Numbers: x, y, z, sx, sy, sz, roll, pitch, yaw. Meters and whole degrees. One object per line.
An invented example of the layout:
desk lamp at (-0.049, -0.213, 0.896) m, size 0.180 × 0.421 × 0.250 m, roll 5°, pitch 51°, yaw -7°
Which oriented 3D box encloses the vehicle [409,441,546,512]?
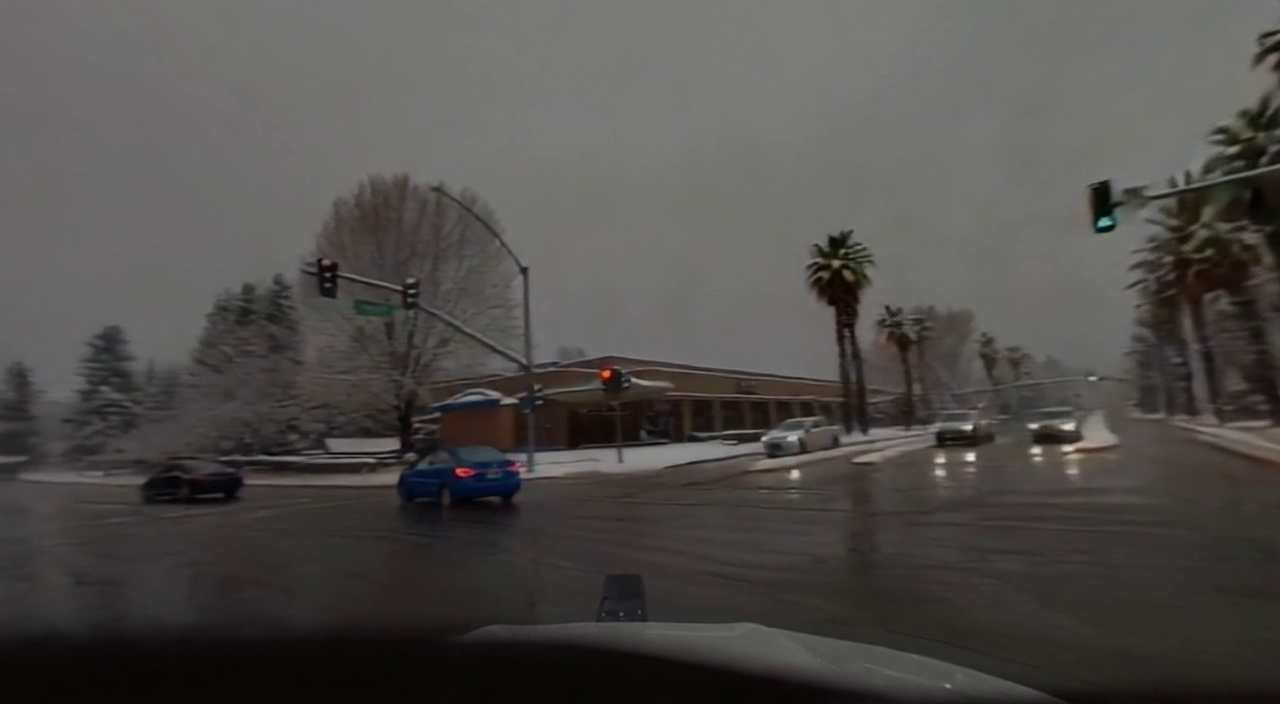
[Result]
vehicle at (-4.161, 2.977, 15.708) m, size 2.089 × 1.471 × 4.206 m, roll 5°, pitch -10°, yaw -32°

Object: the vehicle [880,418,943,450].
vehicle at (13.578, 4.112, 31.416) m, size 1.973 × 1.474 × 4.495 m, roll -6°, pitch -10°, yaw 33°

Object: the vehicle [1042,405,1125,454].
vehicle at (15.123, 2.644, 21.633) m, size 2.041 × 1.473 × 4.221 m, roll -6°, pitch -8°, yaw 34°

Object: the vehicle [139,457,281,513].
vehicle at (-14.058, 4.239, 20.597) m, size 4.687 × 1.509 × 2.068 m, roll -6°, pitch -10°, yaw 33°

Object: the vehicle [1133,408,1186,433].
vehicle at (33.325, 4.450, 40.633) m, size 1.977 × 1.449 × 4.254 m, roll -6°, pitch -10°, yaw 31°

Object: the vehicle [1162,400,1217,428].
vehicle at (42.537, 4.861, 49.024) m, size 2.313 × 1.935 × 4.969 m, roll -6°, pitch -10°, yaw 32°

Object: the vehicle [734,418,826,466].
vehicle at (5.899, 3.700, 26.245) m, size 2.090 × 1.593 × 4.176 m, roll -9°, pitch -8°, yaw 35°

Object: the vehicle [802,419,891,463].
vehicle at (7.916, 3.367, 23.959) m, size 2.041 × 1.498 × 4.348 m, roll -6°, pitch -10°, yaw 33°

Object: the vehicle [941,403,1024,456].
vehicle at (12.686, 2.891, 23.305) m, size 2.187 × 1.740 × 4.022 m, roll -6°, pitch -10°, yaw 33°

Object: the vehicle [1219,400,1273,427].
vehicle at (47.307, 4.859, 49.427) m, size 2.027 × 1.848 × 5.158 m, roll -6°, pitch -10°, yaw 33°
